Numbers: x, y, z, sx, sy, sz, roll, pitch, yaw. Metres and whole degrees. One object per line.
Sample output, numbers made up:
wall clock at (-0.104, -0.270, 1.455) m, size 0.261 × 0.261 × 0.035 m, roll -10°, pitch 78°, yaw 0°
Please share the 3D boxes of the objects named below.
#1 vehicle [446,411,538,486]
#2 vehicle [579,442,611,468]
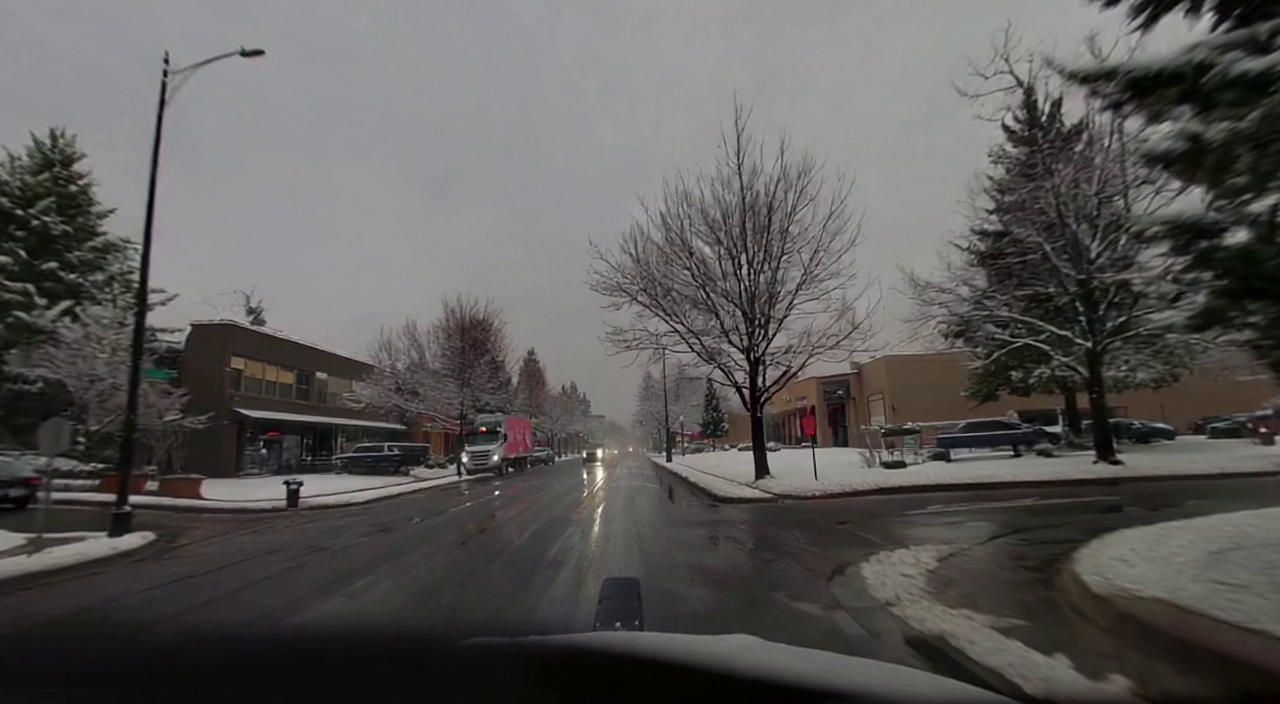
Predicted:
vehicle at (-9.040, 5.889, 40.171) m, size 2.986 × 3.768 × 11.697 m, roll -6°, pitch -6°, yaw -1°
vehicle at (-3.393, 7.801, 48.061) m, size 2.118 × 1.864 × 4.640 m, roll 0°, pitch -9°, yaw -1°
